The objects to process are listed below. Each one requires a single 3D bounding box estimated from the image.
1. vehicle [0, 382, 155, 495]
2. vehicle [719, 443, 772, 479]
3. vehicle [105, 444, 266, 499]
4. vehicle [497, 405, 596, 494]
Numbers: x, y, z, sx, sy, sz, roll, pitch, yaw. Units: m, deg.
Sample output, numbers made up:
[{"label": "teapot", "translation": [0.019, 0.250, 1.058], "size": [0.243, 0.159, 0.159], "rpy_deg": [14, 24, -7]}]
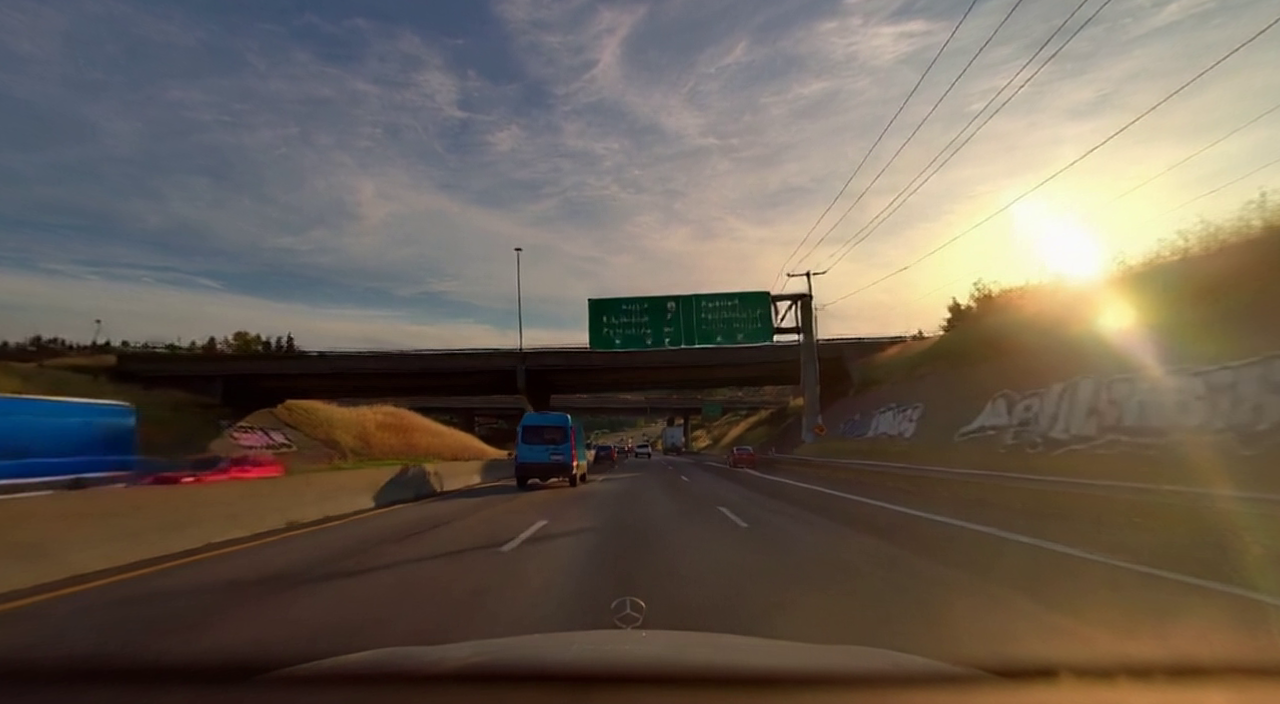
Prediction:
[{"label": "vehicle", "translation": [-20.698, 2.907, 20.927], "size": [2.807, 3.379, 7.801], "rpy_deg": [0, -9, 0]}, {"label": "vehicle", "translation": [5.216, 5.442, 31.732], "size": [1.936, 1.664, 4.198], "rpy_deg": [0, -9, 0]}, {"label": "vehicle", "translation": [-16.279, 4.299, 23.007], "size": [2.186, 1.770, 4.958], "rpy_deg": [0, -9, 0]}, {"label": "vehicle", "translation": [-3.000, 3.395, 21.879], "size": [2.451, 2.627, 5.868], "rpy_deg": [0, -9, 0]}]
